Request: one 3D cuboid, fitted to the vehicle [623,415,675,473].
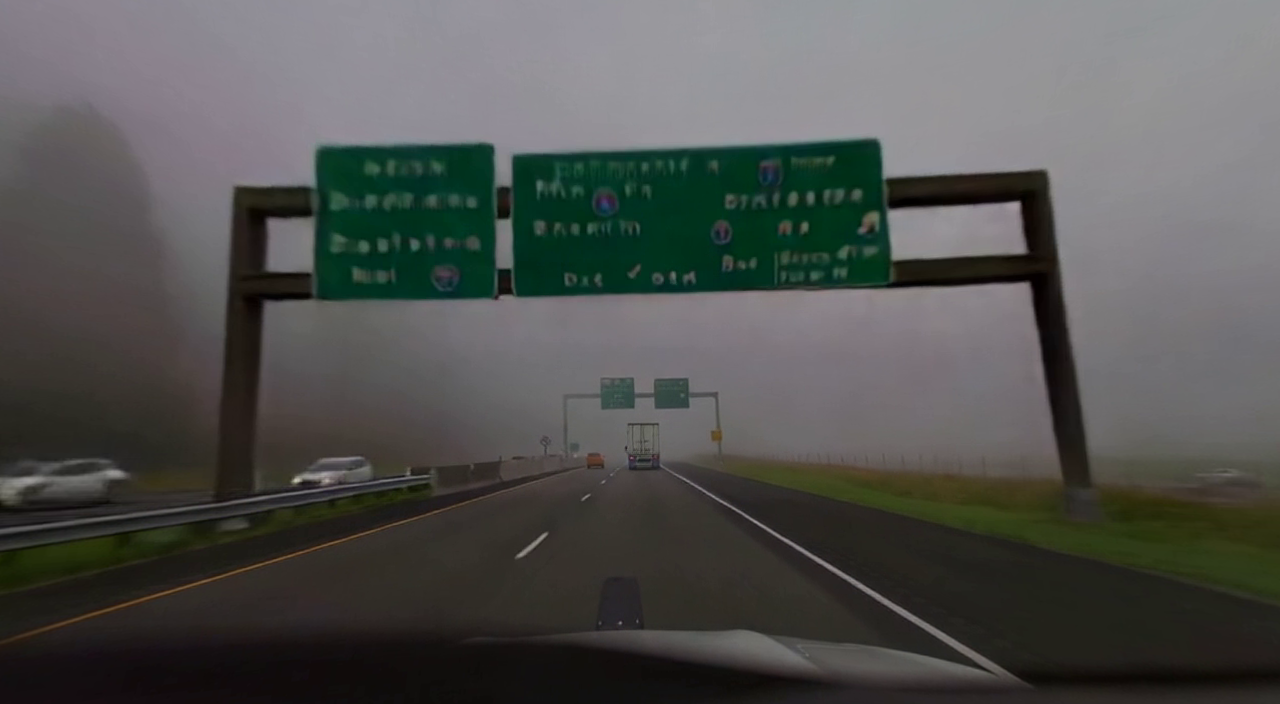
[{"bbox_3d":[0.340,7.360,49.982,3.341,3.725,18.015,0,-9,-1],"label":"vehicle"}]

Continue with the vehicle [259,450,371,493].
[{"bbox_3d":[-12.340,4.536,24.324,1.979,1.498,4.431,0,-9,-1],"label":"vehicle"}]
